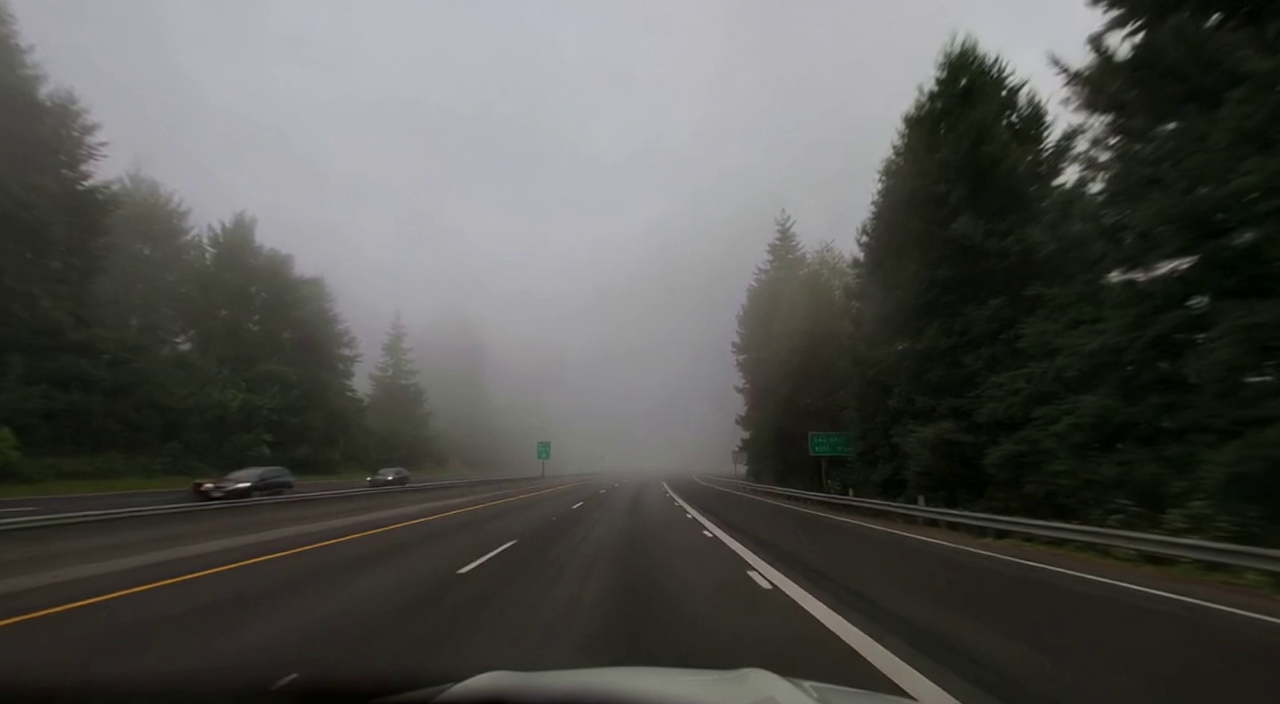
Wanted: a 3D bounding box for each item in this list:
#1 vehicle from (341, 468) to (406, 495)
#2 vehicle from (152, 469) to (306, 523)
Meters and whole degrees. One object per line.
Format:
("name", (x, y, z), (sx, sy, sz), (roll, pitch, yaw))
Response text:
("vehicle", (-16.099, 7.809, 38.182), (1.895, 1.476, 4.539), (1, -10, 1))
("vehicle", (-12.832, 4.493, 20.019), (1.892, 1.467, 4.340), (1, -10, 1))
